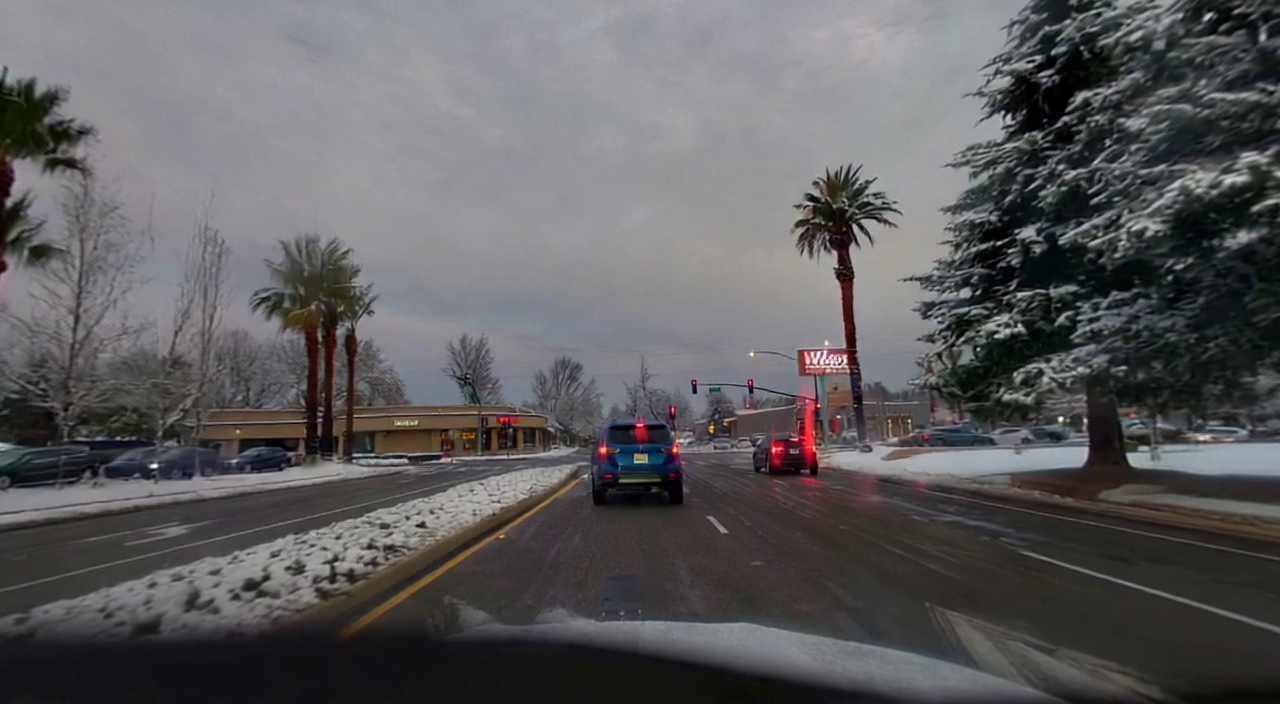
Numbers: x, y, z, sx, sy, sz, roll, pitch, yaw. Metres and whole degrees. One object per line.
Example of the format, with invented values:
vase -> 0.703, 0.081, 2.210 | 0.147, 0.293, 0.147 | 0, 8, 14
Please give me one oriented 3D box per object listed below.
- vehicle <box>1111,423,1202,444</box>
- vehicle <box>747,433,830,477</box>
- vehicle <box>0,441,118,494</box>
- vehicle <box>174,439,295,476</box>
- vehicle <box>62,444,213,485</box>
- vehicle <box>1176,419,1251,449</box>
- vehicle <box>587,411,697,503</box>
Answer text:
vehicle -> 37.562, 5.972, 46.082 | 4.677, 1.478, 1.821 | -4, -9, 24
vehicle -> 5.791, 4.087, 25.273 | 2.086, 1.560, 4.542 | 0, -8, -2
vehicle -> -19.442, 3.547, 19.628 | 4.415, 1.547, 2.257 | 0, -8, 0
vehicle -> -19.313, 5.019, 30.222 | 4.510, 1.682, 1.902 | 0, -8, 2
vehicle -> -19.648, 4.395, 24.847 | 4.370, 1.504, 1.864 | 0, -8, 2
vehicle -> 29.687, 4.285, 32.862 | 1.869, 1.427, 4.687 | -5, -10, 30
vehicle -> -0.144, 2.588, 15.935 | 2.263, 1.932, 4.709 | 1, -8, -6
